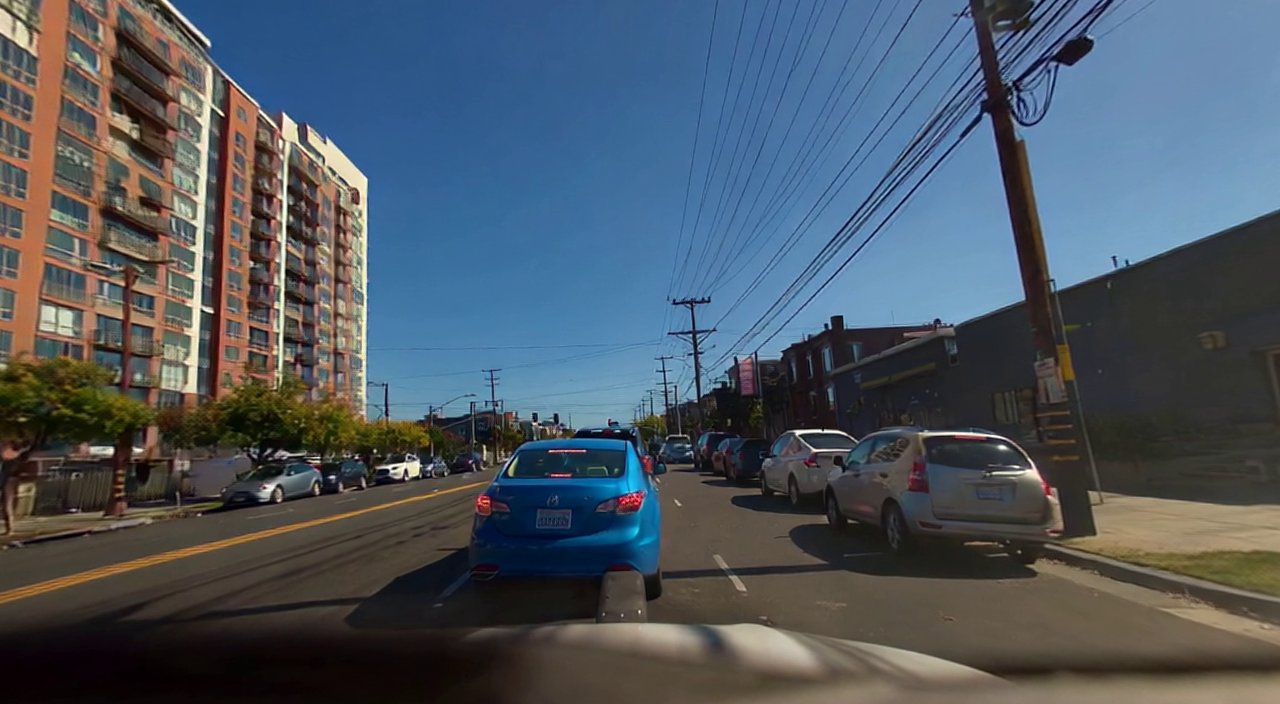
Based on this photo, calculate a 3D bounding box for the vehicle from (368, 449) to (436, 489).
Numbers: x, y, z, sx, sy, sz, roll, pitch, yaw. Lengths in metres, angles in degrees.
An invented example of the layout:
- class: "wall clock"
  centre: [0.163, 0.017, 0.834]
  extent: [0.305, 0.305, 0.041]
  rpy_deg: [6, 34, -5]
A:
- class: "vehicle"
  centre: [-11.937, 5.872, 31.993]
  extent: [2.011, 1.687, 4.079]
  rpy_deg: [-4, -8, -3]

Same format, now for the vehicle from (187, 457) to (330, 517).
- class: "vehicle"
  centre: [-11.888, 4.197, 20.106]
  extent: [1.868, 1.491, 4.367]
  rpy_deg: [-3, -9, 0]

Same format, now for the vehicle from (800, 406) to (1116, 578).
- class: "vehicle"
  centre: [3.788, 1.747, 8.656]
  extent: [1.967, 1.721, 4.410]
  rpy_deg: [0, -8, -1]

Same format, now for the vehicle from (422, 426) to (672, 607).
- class: "vehicle"
  centre: [-0.741, 1.680, 7.486]
  extent: [2.019, 1.453, 4.603]
  rpy_deg: [0, -8, 0]

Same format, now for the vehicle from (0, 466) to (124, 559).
- class: "vehicle"
  centre: [-11.904, 2.887, 11.058]
  extent: [1.850, 1.487, 4.711]
  rpy_deg: [-3, -8, -1]
